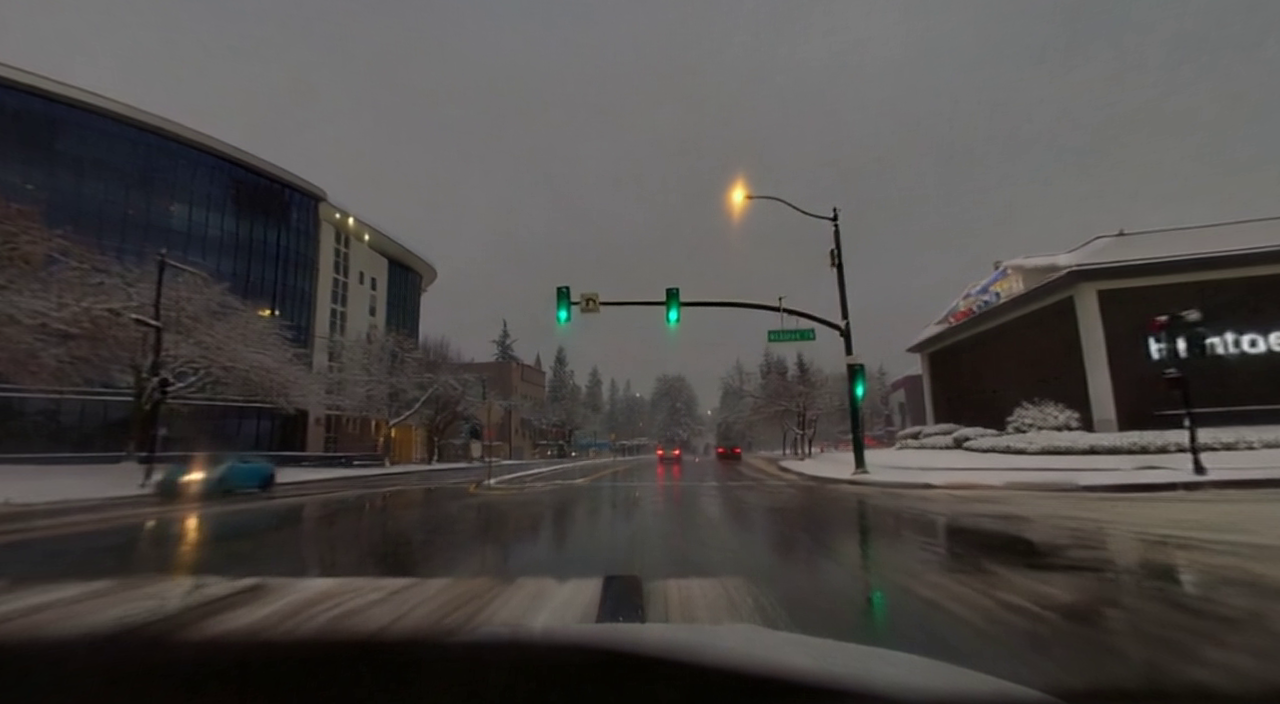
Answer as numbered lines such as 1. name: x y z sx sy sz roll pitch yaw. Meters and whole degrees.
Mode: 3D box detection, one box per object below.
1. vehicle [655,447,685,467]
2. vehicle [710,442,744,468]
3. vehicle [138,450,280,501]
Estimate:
1. vehicle: 2.412 8.176 49.246 2.014 1.525 4.197 -1 -9 7
2. vehicle: 6.245 7.416 45.566 2.174 1.749 4.739 0 -9 5
3. vehicle: -14.993 4.278 22.250 1.904 1.582 4.111 0 -9 3
